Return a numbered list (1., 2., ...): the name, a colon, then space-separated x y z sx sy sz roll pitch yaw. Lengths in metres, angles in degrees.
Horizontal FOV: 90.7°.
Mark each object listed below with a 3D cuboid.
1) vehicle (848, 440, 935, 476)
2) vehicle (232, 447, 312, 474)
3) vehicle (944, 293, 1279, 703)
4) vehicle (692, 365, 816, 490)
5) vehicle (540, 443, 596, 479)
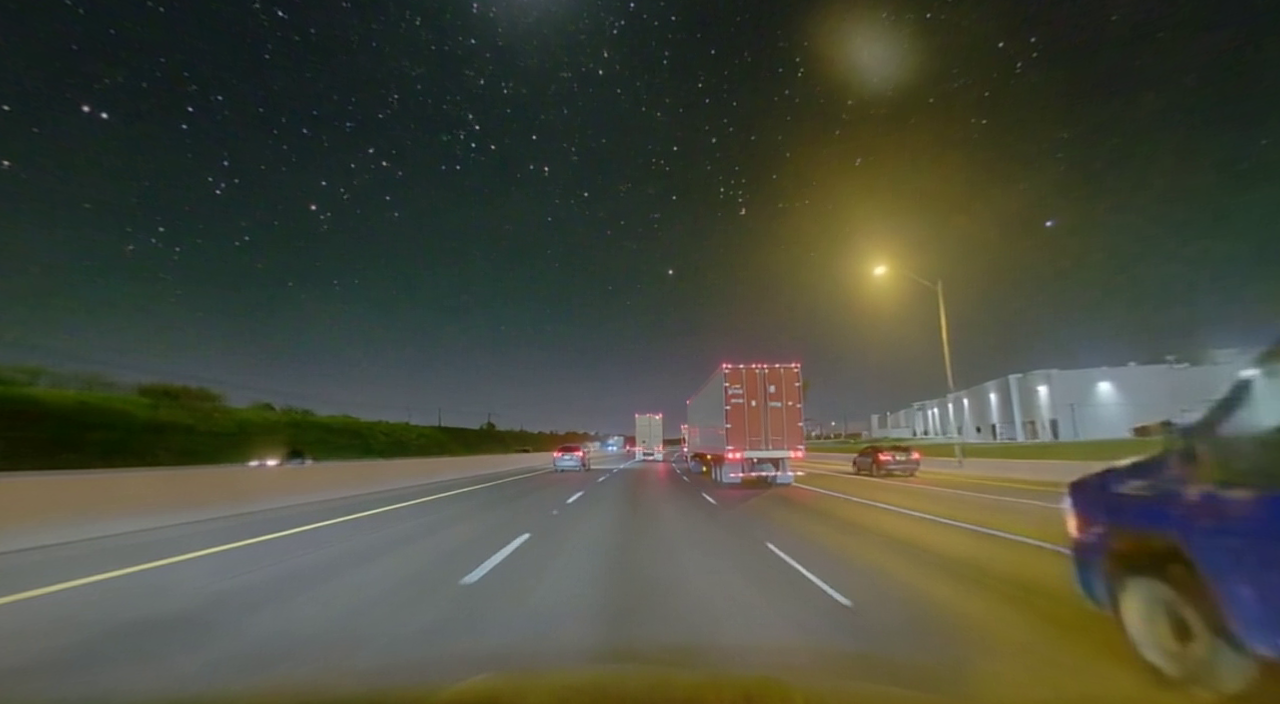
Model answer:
1. vehicle: 11.473 4.867 29.256 2.060 1.499 4.683 0 -8 -1
2. vehicle: -23.059 6.794 39.882 1.881 1.539 5.100 -1 -8 2
3. vehicle: 3.865 0.551 1.198 2.809 1.919 7.507 0 -8 -1
4. vehicle: 4.186 3.380 27.030 2.951 3.974 13.340 -1 -8 1
5. vehicle: -3.120 4.833 28.323 2.024 1.472 4.014 -1 -8 0
